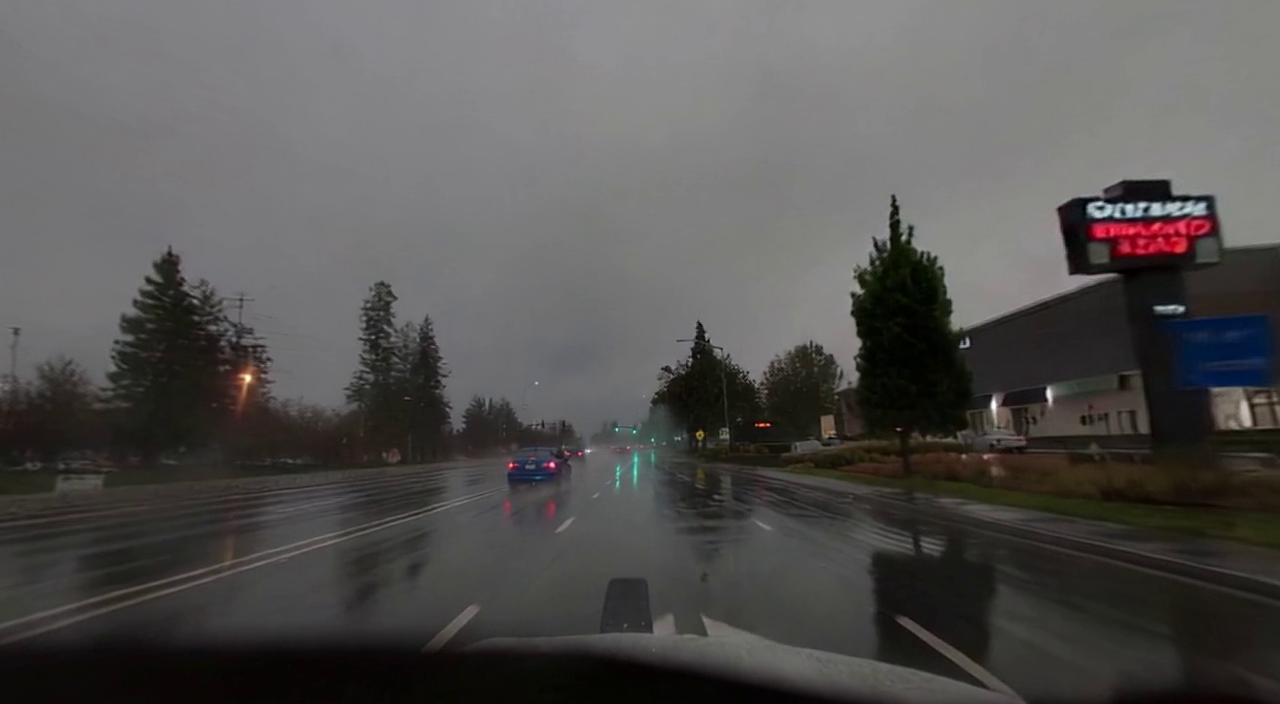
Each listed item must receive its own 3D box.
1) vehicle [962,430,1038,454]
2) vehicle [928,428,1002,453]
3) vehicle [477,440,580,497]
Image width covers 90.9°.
[{"bbox_3d":[25.467,6.379,44.639,4.222,1.450,1.766,-3,-8,-1],"label":"vehicle"},{"bbox_3d":[25.393,6.922,49.317,4.643,1.852,1.978,0,-9,0],"label":"vehicle"},{"bbox_3d":[-3.150,3.397,18.796,2.152,1.479,4.394,0,-9,1],"label":"vehicle"}]
